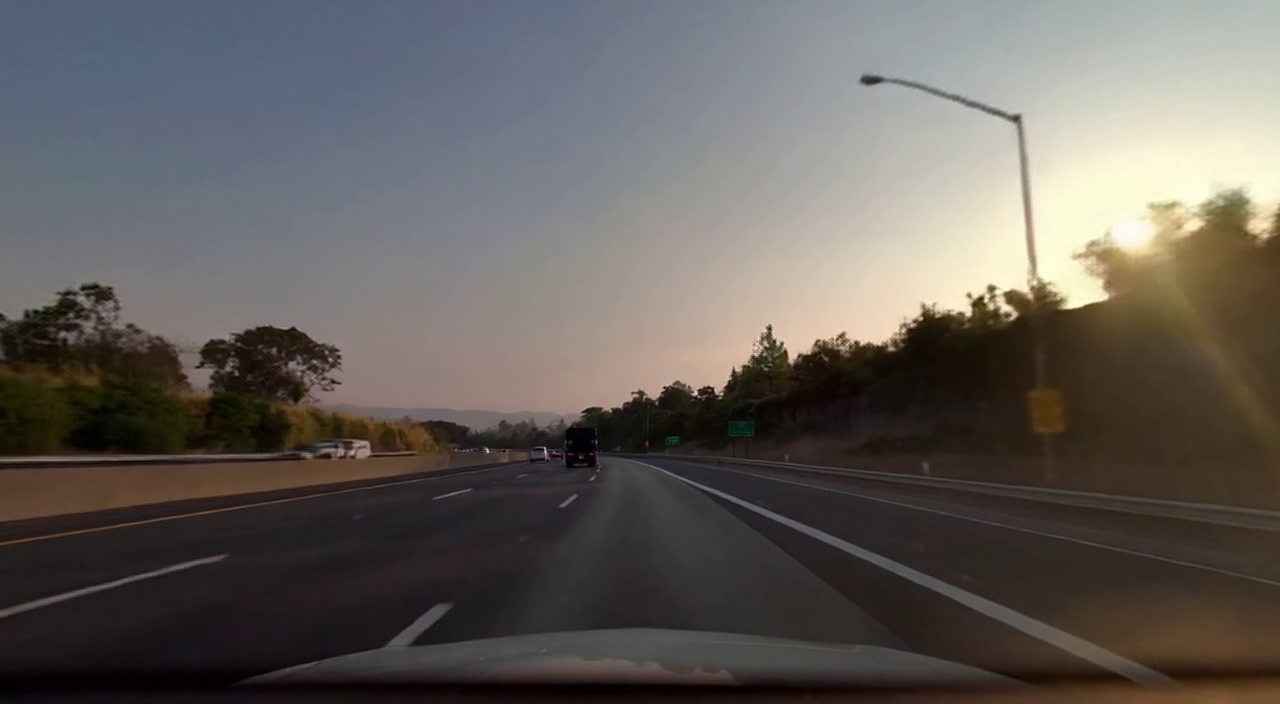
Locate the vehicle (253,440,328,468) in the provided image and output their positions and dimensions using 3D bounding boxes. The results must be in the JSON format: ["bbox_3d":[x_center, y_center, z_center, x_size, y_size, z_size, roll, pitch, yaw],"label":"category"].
[{"bbox_3d":[-22.677,6.619,41.177,2.172,1.699,5.047,0,-8,-3],"label":"vehicle"}]
